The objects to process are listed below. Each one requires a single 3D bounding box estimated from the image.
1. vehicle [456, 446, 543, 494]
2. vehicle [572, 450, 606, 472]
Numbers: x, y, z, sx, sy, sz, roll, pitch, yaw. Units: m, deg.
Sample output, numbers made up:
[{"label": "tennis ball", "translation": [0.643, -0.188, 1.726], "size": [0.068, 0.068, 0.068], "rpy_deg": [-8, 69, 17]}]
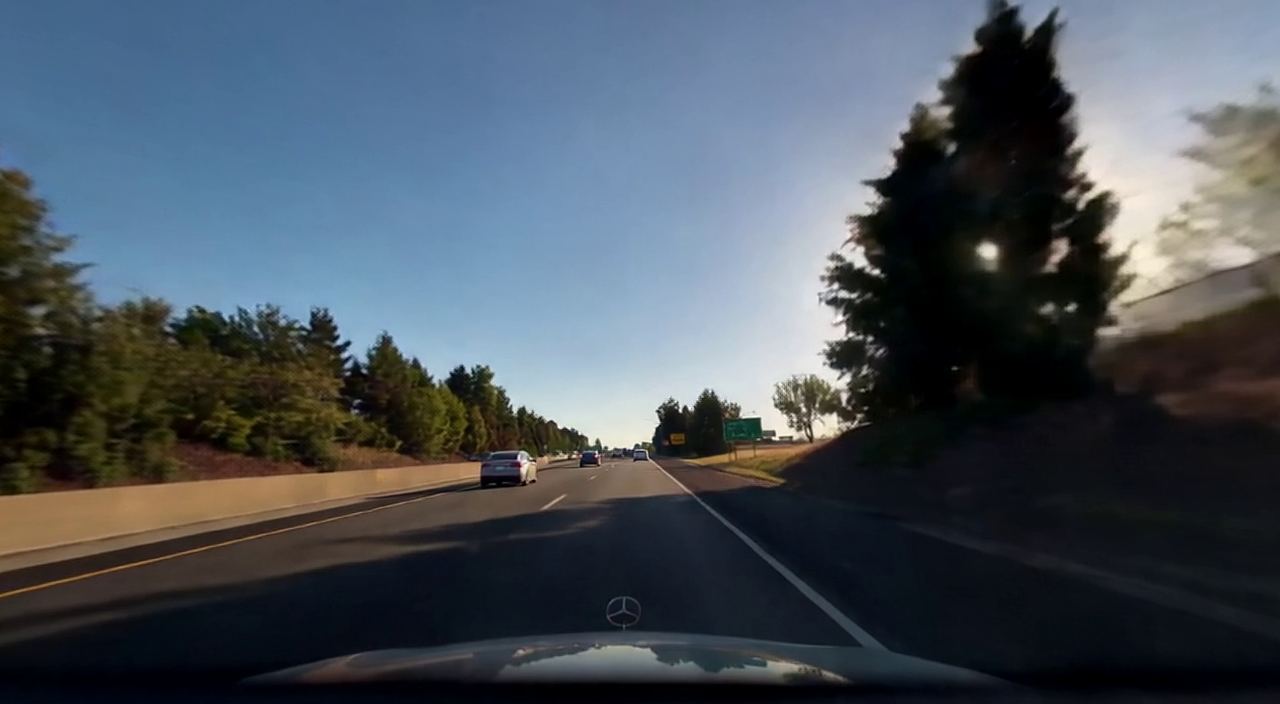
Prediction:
[{"label": "vehicle", "translation": [-4.817, 4.119, 22.328], "size": [1.975, 1.501, 4.603], "rpy_deg": [0, -9, 0]}, {"label": "vehicle", "translation": [-3.487, 7.531, 43.669], "size": [2.005, 1.474, 3.921], "rpy_deg": [0, -9, 0]}]
